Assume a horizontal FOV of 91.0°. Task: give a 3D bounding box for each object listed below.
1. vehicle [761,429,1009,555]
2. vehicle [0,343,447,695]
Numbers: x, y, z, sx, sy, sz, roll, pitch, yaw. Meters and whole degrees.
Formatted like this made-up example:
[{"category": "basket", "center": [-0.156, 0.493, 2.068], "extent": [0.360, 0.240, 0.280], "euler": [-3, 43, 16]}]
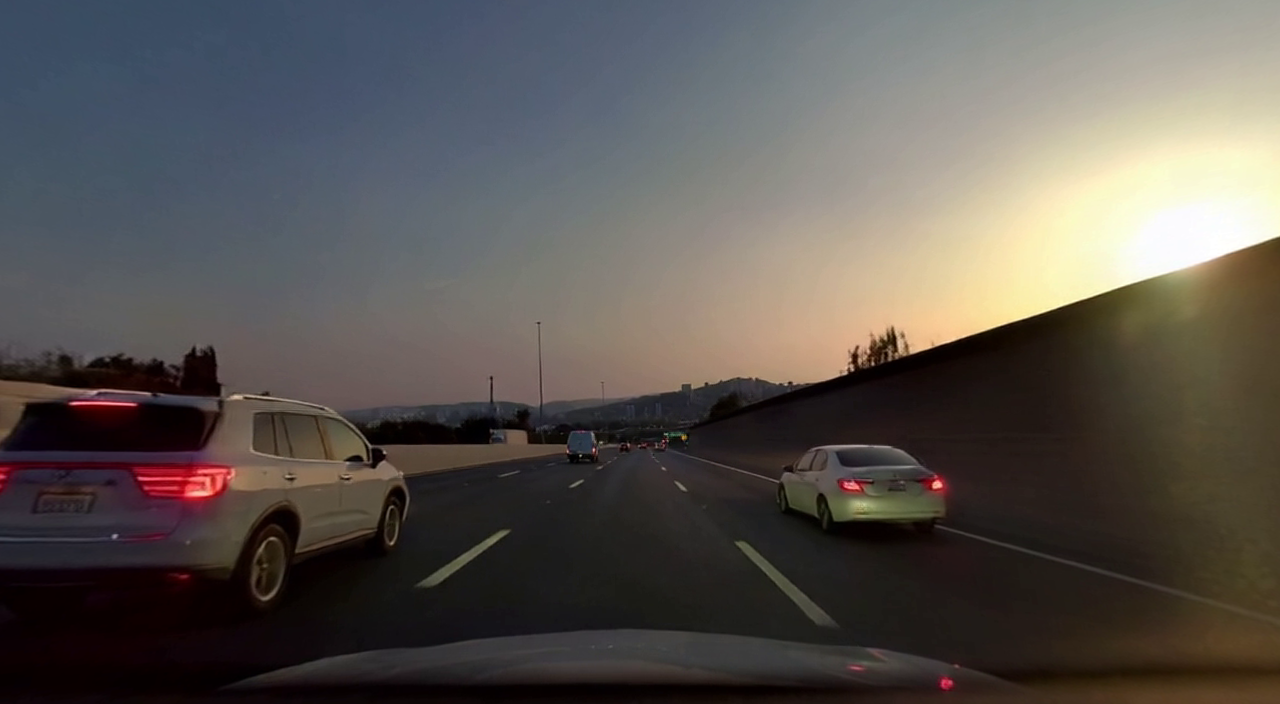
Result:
[{"category": "vehicle", "center": [3.513, 2.118, 10.305], "extent": [2.047, 1.532, 4.884], "euler": [0, -9, -1]}, {"category": "vehicle", "center": [-3.952, 1.281, 6.169], "extent": [2.285, 1.853, 5.564], "euler": [0, -9, 1]}]
